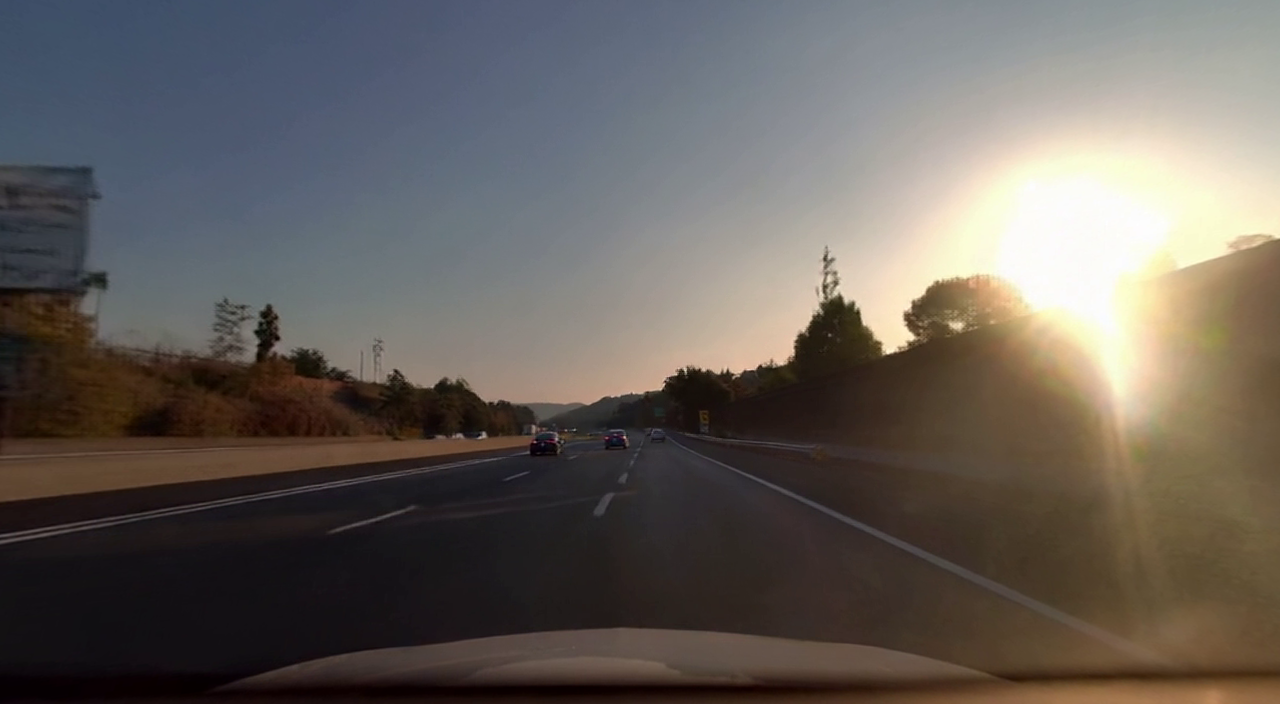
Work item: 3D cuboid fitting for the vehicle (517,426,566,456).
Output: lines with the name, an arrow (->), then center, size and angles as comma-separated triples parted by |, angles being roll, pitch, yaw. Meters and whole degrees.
vehicle -> -5.764, 5.265, 37.244 | 2.113, 1.632, 4.409 | 0, -8, 1

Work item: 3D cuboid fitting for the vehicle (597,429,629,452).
vehicle -> -1.904, 6.387, 45.694 | 2.064, 1.571, 4.225 | 0, -8, 1
